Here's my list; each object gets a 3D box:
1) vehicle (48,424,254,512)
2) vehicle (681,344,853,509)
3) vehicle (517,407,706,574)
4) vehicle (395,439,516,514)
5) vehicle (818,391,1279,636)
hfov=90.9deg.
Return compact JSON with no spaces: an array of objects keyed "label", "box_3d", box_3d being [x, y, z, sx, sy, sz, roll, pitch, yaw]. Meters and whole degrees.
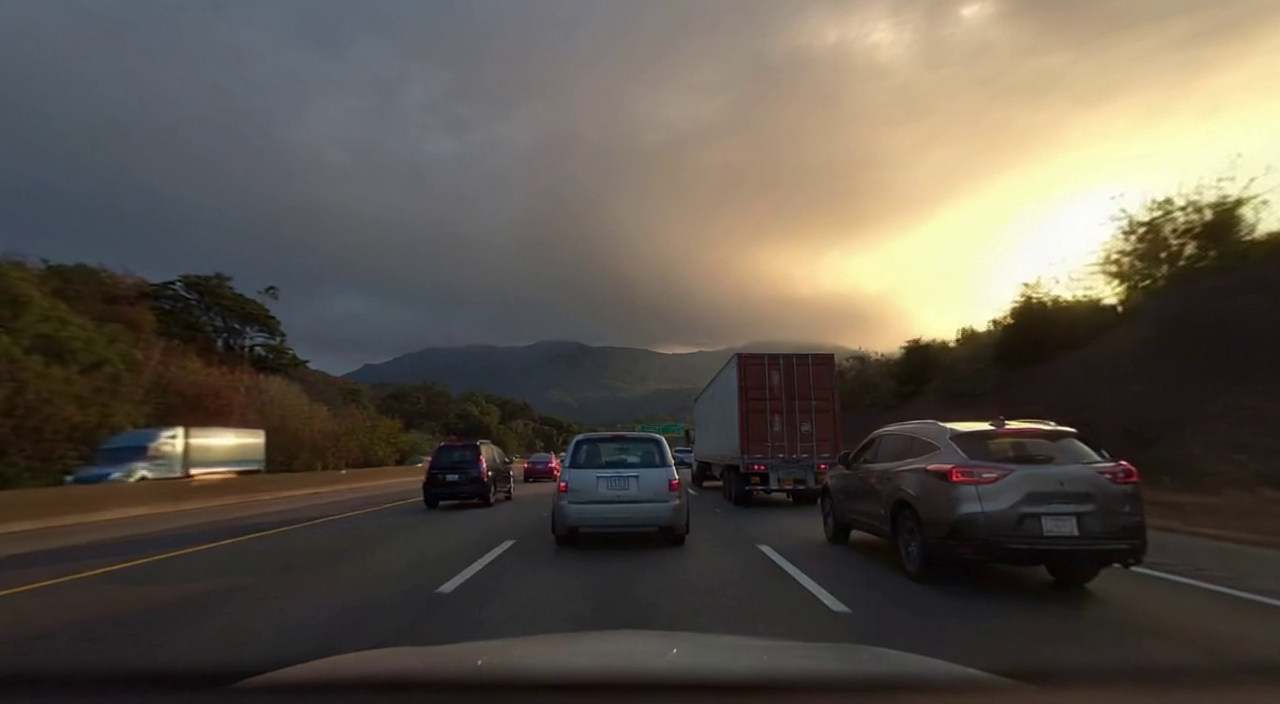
[{"label":"vehicle","box_3d":[-16.746,3.999,22.242,2.312,2.629,6.031,0,-9,0]},{"label":"vehicle","box_3d":[3.700,3.254,24.803,3.032,4.051,18.805,0,-9,0]},{"label":"vehicle","box_3d":[-0.341,1.835,9.025,2.037,1.792,4.194,0,-9,-1]},{"label":"vehicle","box_3d":[-4.390,3.010,15.653,1.789,1.620,3.841,0,-9,0]},{"label":"vehicle","box_3d":[3.707,1.522,6.942,2.076,1.751,4.666,0,-9,0]}]
